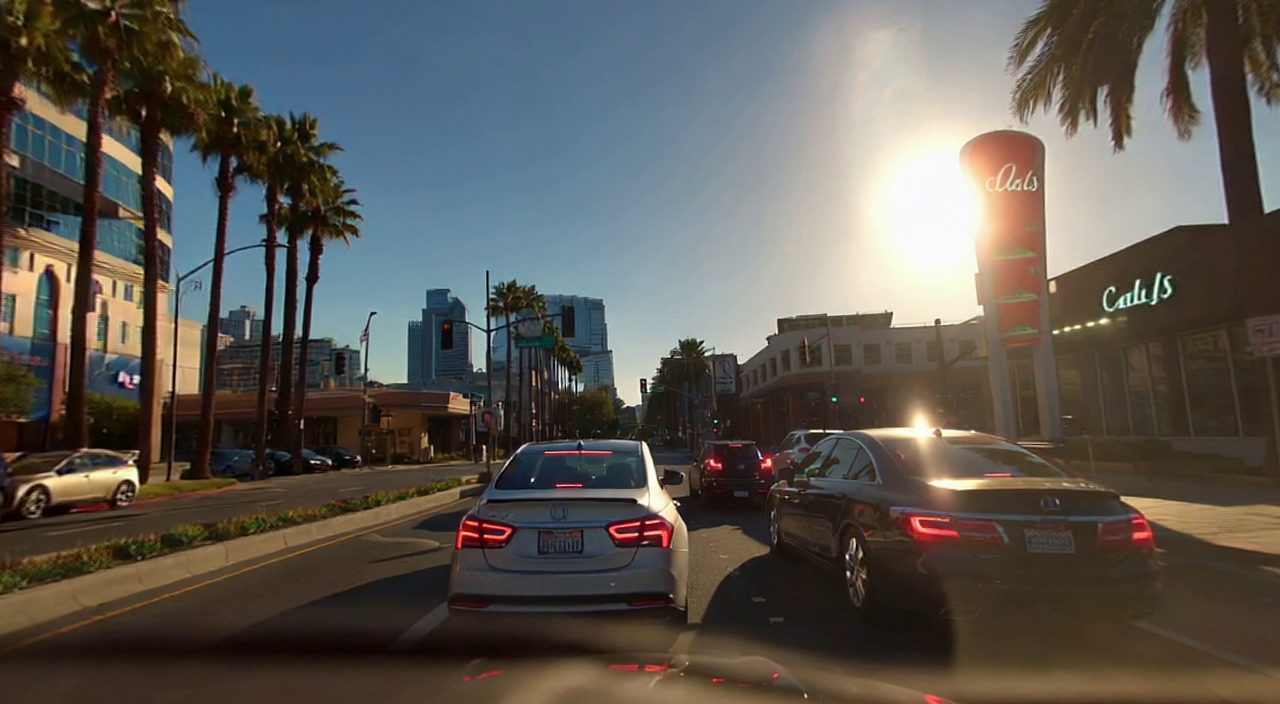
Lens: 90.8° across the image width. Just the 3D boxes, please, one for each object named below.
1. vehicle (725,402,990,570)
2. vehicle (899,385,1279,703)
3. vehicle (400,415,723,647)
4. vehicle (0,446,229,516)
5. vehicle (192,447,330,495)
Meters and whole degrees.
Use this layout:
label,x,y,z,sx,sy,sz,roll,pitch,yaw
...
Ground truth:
label,x,y,z,sx,sy,sz,roll,pitch,yaw
vehicle,2.640,1.767,9.060,2.096,1.775,4.440,0,-9,-2
vehicle,2.619,0.809,1.470,2.085,1.469,4.458,0,-9,-1
vehicle,-0.520,1.475,6.225,2.096,1.492,4.071,0,-9,0
vehicle,-12.864,3.136,15.970,1.870,1.475,4.531,0,-9,0
vehicle,-12.863,4.023,21.869,1.856,1.455,4.700,0,-9,0
